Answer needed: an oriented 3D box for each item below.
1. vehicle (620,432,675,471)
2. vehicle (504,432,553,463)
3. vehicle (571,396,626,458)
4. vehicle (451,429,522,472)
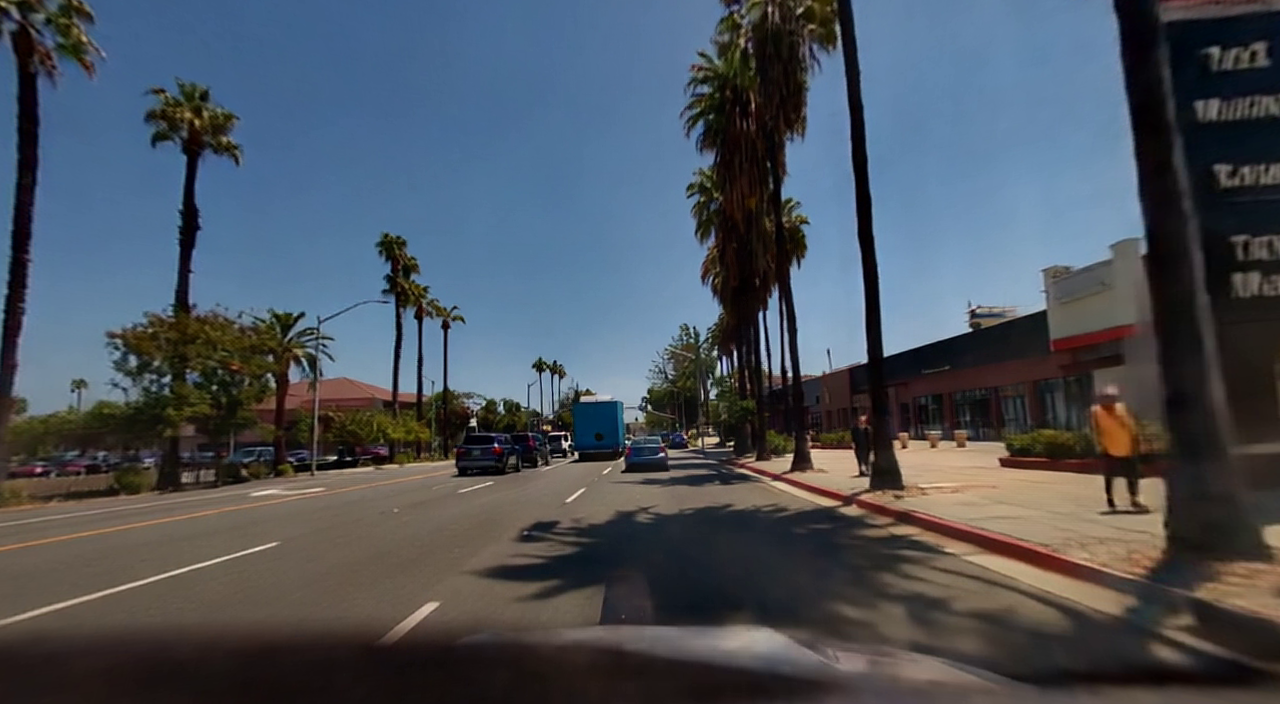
[{"bbox_3d":[0.320,4.157,26.370,2.144,1.514,4.063,0,-9,1],"label":"vehicle"},{"bbox_3d":[-6.733,5.856,38.501,2.143,1.736,4.648,0,-9,0],"label":"vehicle"},{"bbox_3d":[-2.757,5.659,45.981,2.992,3.949,11.815,0,-9,1],"label":"vehicle"},{"bbox_3d":[-6.930,4.508,28.891,2.014,1.830,4.281,0,-9,2],"label":"vehicle"}]
